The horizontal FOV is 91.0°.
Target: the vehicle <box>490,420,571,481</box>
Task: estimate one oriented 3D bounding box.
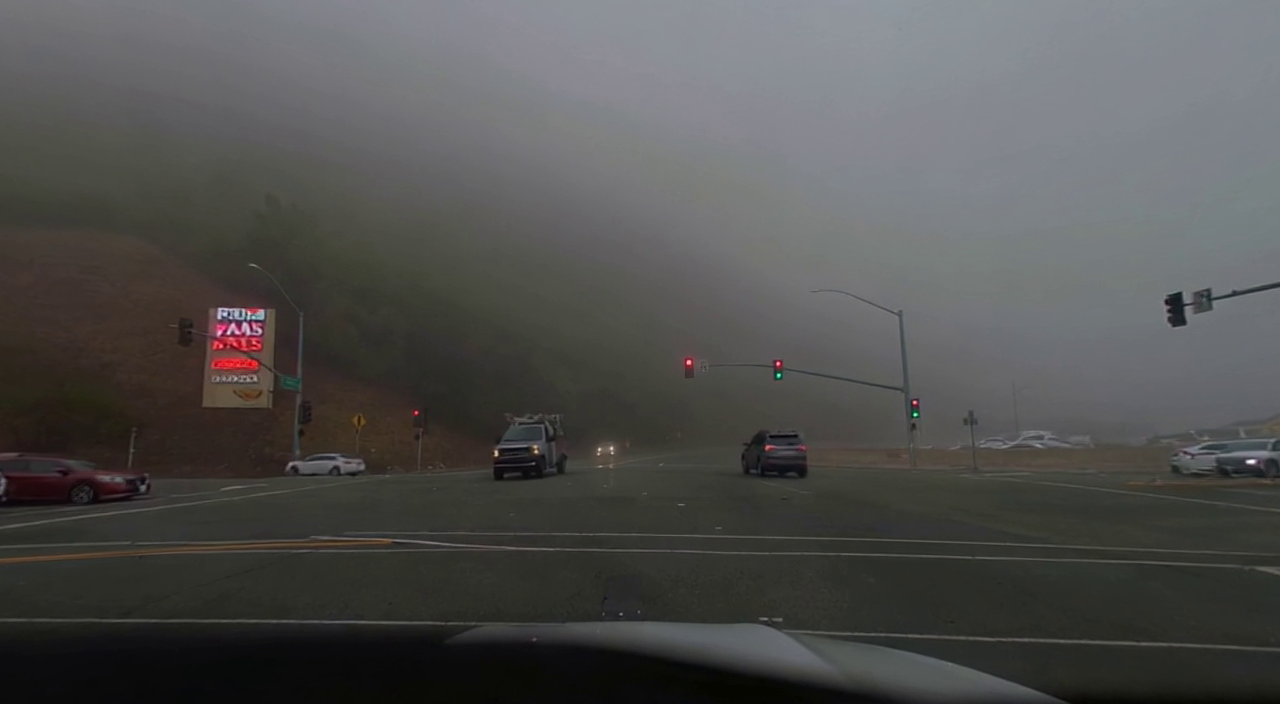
[{"bbox_3d":[-4.549,4.245,27.309,2.318,2.325,5.910,0,-8,1],"label":"vehicle"}]

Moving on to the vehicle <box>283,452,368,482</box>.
[{"bbox_3d":[-19.008,6.901,38.054,4.336,1.706,2.069,5,-10,-30],"label":"vehicle"}]

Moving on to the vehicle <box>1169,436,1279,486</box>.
[{"bbox_3d":[25.076,4.463,26.047,4.546,1.944,2.051,1,-9,-5],"label":"vehicle"}]

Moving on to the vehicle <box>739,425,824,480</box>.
[{"bbox_3d":[6.170,4.470,28.171,2.388,2.201,5.139,0,-9,-3],"label":"vehicle"}]

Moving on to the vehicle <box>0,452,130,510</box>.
[{"bbox_3d":[-19.767,4.162,20.549,4.440,1.748,2.033,0,-9,1],"label":"vehicle"}]
